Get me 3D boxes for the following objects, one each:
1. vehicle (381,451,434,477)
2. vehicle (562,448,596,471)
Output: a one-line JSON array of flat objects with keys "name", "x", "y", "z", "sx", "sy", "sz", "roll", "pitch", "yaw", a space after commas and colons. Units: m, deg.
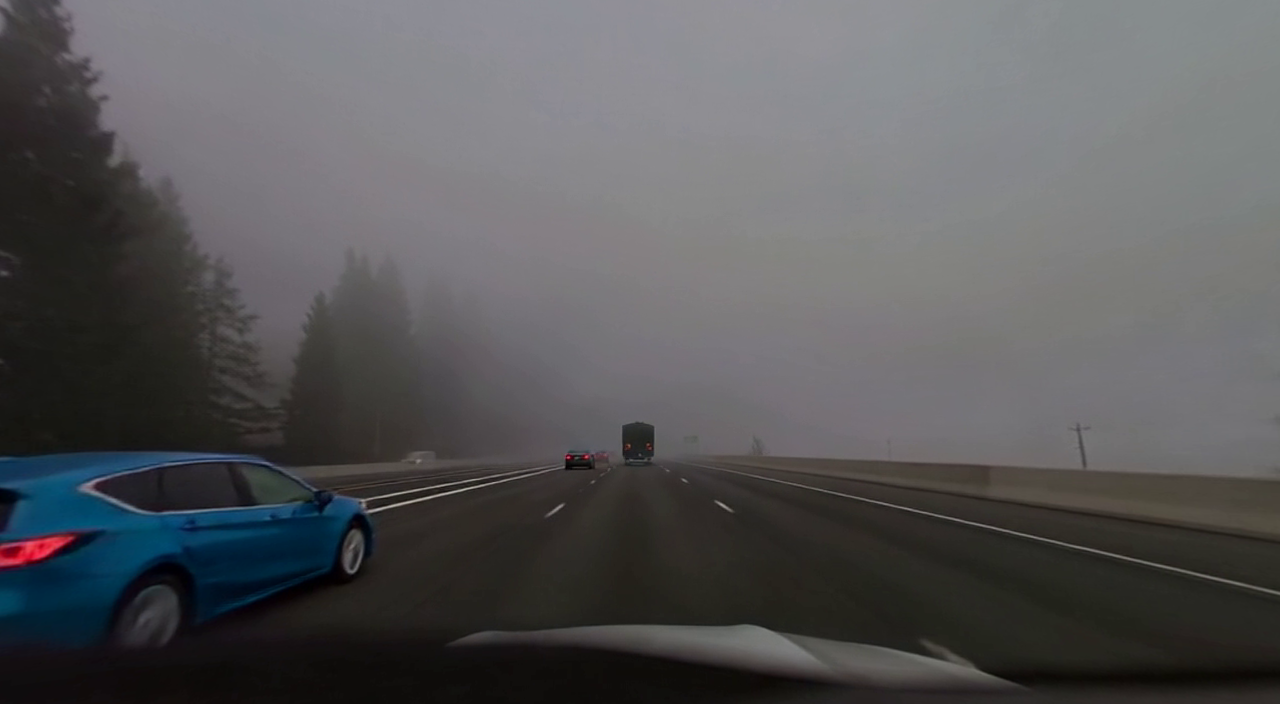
[{"name": "vehicle", "x": -16.728, "y": 8.049, "z": 45.603, "sx": 2.191, "sy": 1.757, "sz": 4.202, "roll": 0, "pitch": -9, "yaw": 0}, {"name": "vehicle", "x": -4.245, "y": 7.481, "z": 44.157, "sx": 1.916, "sy": 1.506, "sz": 4.476, "roll": 0, "pitch": -9, "yaw": 0}]
